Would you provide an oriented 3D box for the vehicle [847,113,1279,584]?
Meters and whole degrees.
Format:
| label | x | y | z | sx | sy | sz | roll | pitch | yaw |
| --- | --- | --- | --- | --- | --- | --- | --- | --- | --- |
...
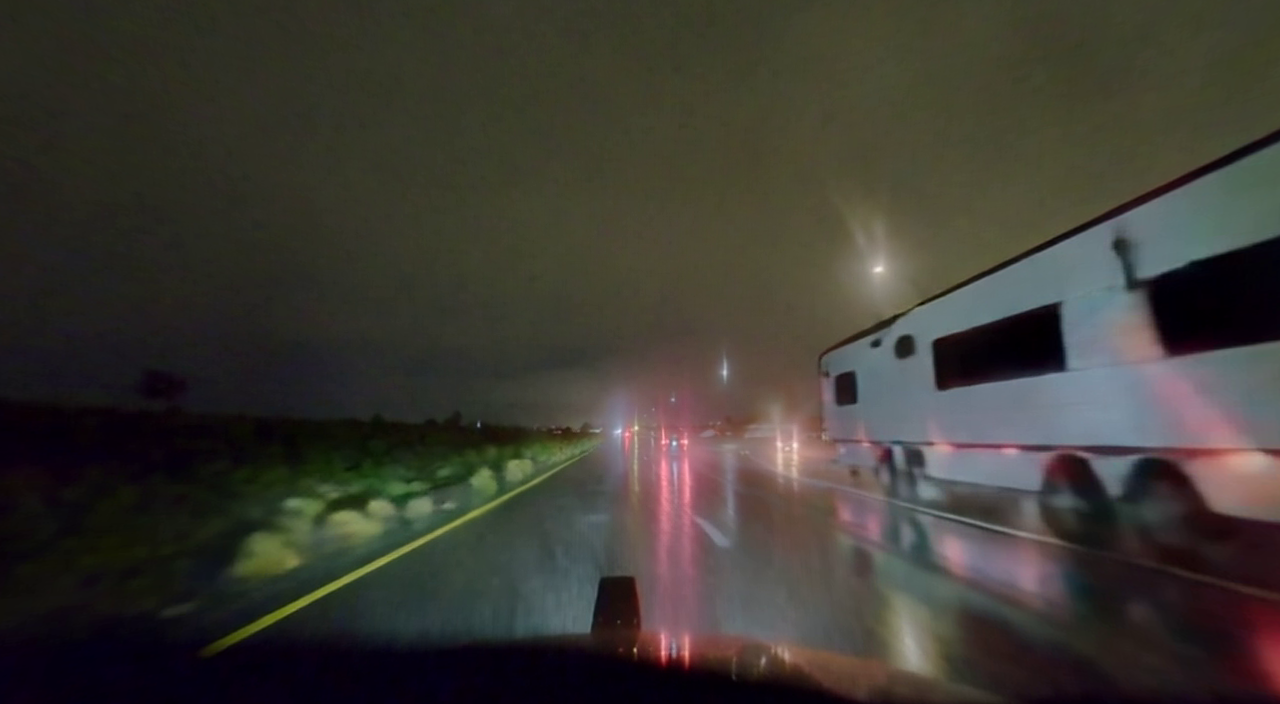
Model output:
| label | x | y | z | sx | sy | sz | roll | pitch | yaw |
| --- | --- | --- | --- | --- | --- | --- | --- | --- | --- |
| vehicle | 7.126 | 0.556 | 9.910 | 2.937 | 4.119 | 14.096 | 0 | -8 | 0 |

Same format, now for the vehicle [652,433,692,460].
| label | x | y | z | sx | sy | sz | roll | pitch | yaw |
| --- | --- | --- | --- | --- | --- | --- | --- | --- | --- |
| vehicle | 1.818 | 5.575 | 37.266 | 2.037 | 1.504 | 4.248 | 0 | -8 | -2 |
